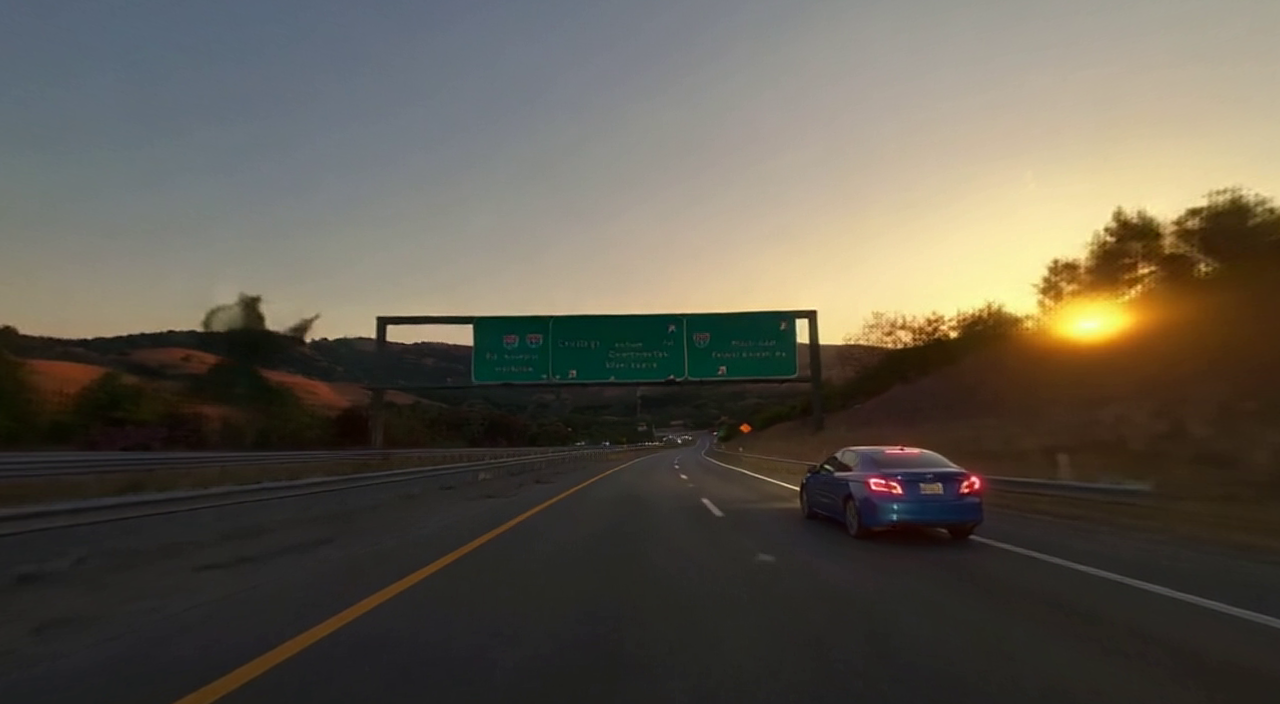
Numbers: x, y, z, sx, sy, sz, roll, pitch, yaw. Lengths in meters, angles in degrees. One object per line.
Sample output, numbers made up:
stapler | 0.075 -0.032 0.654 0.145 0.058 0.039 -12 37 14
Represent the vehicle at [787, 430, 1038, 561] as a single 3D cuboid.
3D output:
vehicle | 3.695 1.999 9.521 1.997 1.515 4.025 0 -8 0
